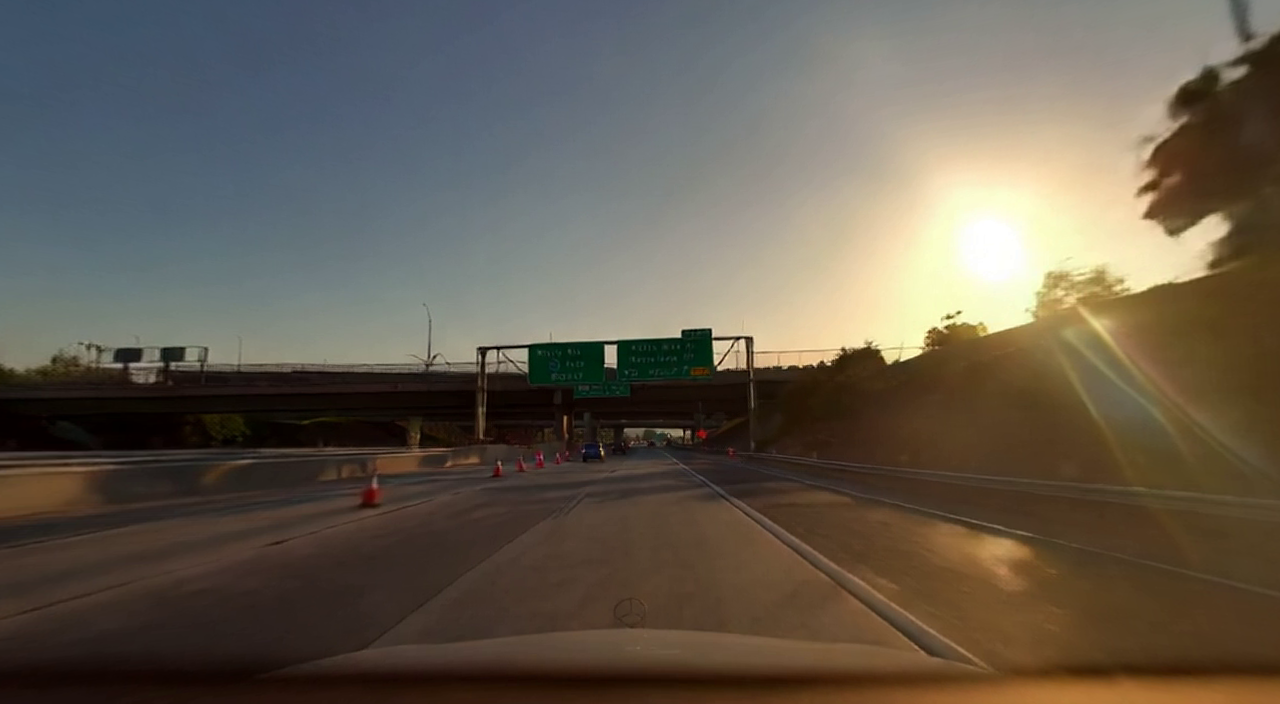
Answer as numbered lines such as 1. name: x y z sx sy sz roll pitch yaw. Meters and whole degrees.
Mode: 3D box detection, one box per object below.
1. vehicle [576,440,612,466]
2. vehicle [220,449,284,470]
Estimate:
1. vehicle: -3.020 6.694 41.873 2.078 1.629 4.059 0 -8 1
2. vehicle: -30.136 8.360 48.985 1.830 1.472 4.852 0 -8 1
